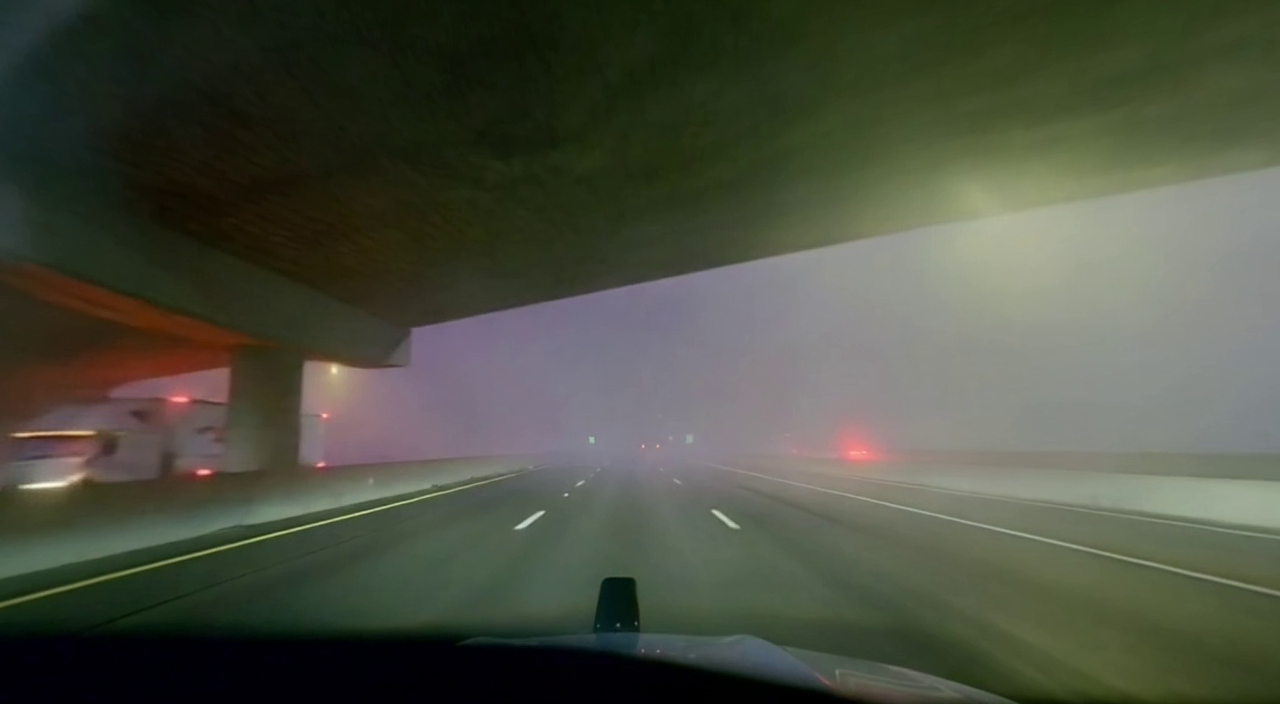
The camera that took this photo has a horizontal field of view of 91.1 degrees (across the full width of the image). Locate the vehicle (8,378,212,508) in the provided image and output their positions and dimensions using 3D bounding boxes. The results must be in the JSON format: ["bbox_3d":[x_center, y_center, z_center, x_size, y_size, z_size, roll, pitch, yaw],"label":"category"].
[{"bbox_3d":[-20.821,3.673,25.306,2.968,4.613,5.614,0,-9,0],"label":"vehicle"}]
